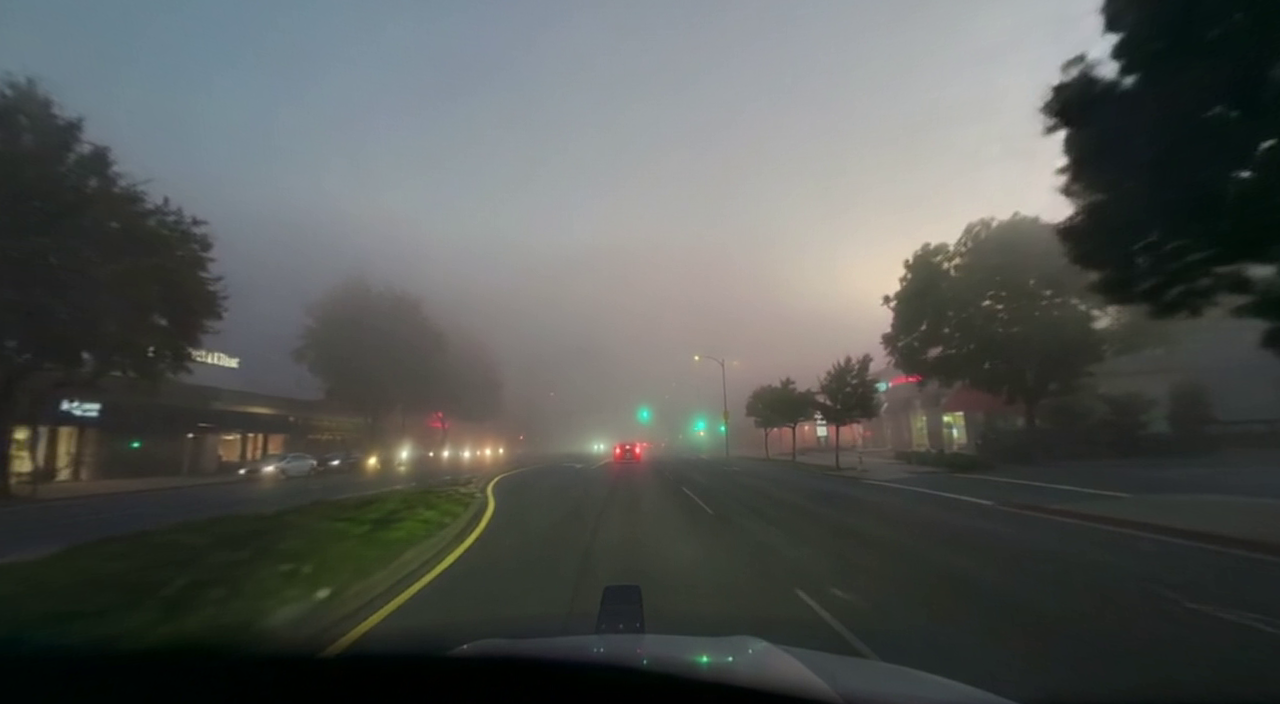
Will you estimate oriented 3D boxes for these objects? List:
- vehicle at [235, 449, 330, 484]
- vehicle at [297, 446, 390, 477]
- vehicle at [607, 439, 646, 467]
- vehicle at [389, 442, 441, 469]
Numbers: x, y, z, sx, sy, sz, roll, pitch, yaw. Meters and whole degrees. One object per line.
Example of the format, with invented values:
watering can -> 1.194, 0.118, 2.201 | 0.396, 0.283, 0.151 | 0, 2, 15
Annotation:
vehicle -> -15.980, 5.117, 28.533 | 1.792, 1.413, 4.452 | 0, -8, -2
vehicle -> -15.781, 5.820, 33.986 | 2.098, 1.524, 5.102 | -1, -8, 6
vehicle -> -0.743, 5.659, 35.549 | 2.045, 1.510, 3.690 | 0, -8, -1
vehicle -> -15.972, 7.366, 45.087 | 1.981, 1.755, 4.113 | 0, -9, 3
